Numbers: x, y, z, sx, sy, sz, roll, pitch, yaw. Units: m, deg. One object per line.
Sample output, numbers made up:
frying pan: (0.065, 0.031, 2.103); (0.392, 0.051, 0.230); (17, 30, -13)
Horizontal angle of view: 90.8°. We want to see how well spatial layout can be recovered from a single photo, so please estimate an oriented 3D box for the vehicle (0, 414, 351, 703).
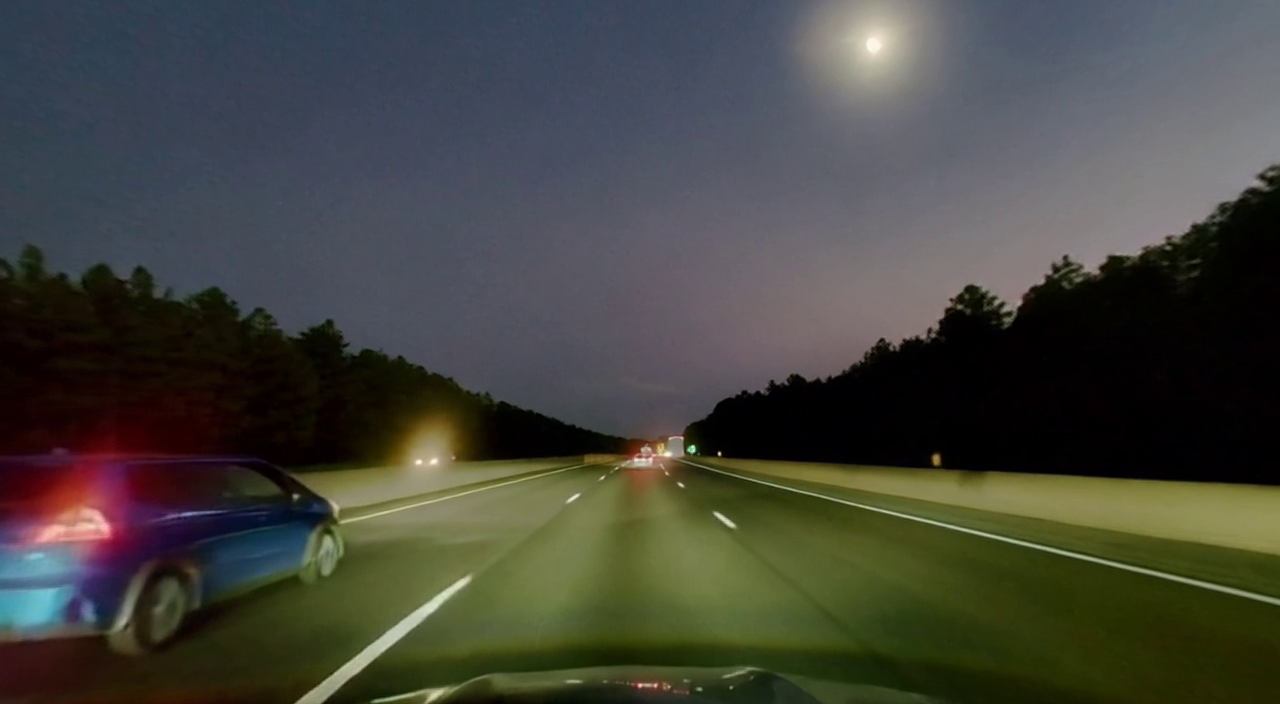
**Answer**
vehicle: (-4.124, 1.354, 4.842); (1.927, 1.530, 3.874); (-1, -9, 0)
